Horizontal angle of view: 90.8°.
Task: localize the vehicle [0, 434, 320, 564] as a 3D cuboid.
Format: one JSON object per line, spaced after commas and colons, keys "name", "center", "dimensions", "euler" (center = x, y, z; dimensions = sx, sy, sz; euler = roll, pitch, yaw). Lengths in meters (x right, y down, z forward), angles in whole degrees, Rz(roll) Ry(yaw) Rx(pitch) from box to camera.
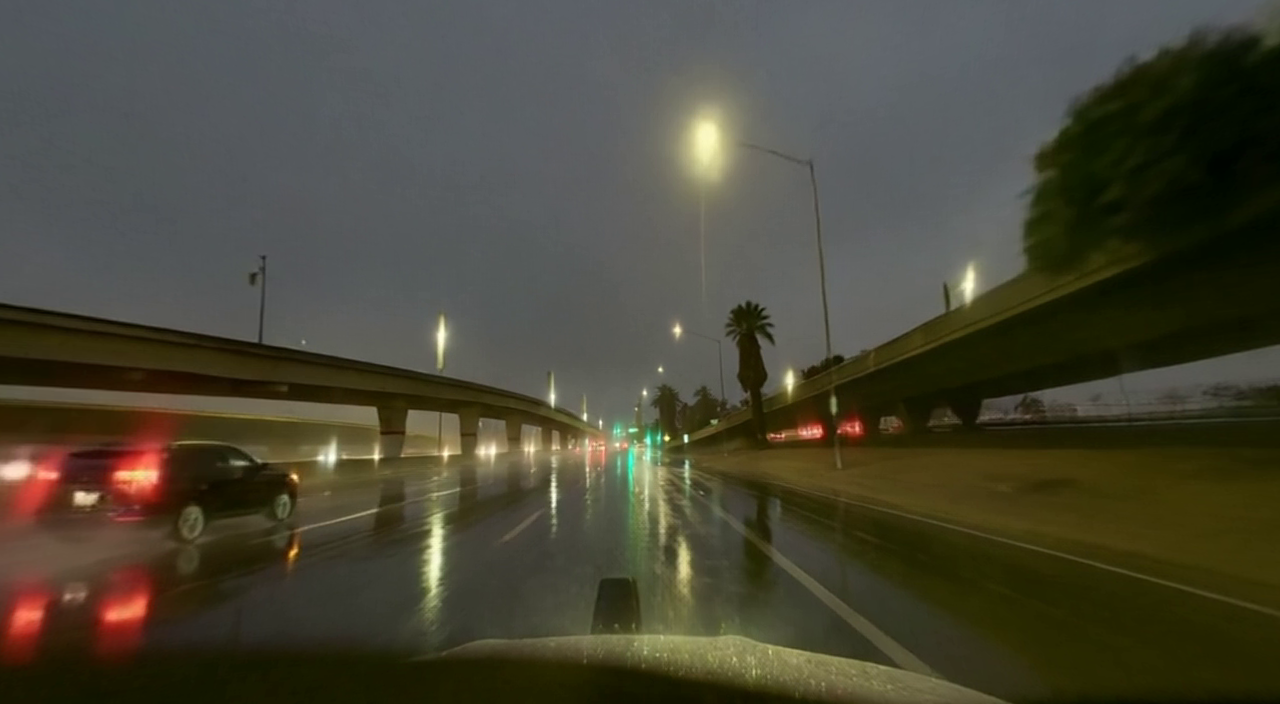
{"name": "vehicle", "center": [-6.934, 2.051, 9.609], "dimensions": [1.914, 1.503, 4.268], "euler": [0, -9, -1]}
